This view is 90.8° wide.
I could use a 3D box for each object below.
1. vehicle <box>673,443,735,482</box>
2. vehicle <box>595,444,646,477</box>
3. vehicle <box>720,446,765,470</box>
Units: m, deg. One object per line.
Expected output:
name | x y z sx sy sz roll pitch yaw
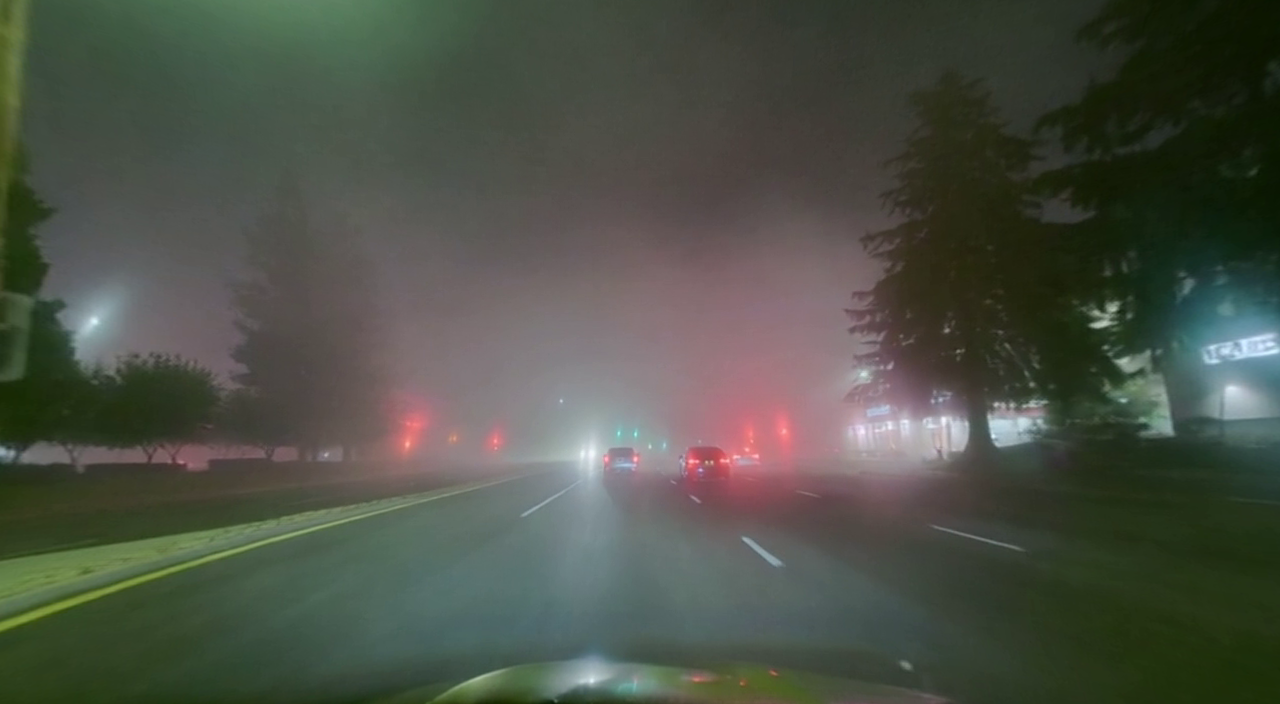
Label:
vehicle | 2.638 4.664 27.008 2.057 1.491 4.675 0 -9 -1
vehicle | -0.892 5.135 30.111 2.242 1.474 4.127 0 -9 -1
vehicle | 6.313 6.610 39.427 2.068 1.393 3.874 0 -9 -2
